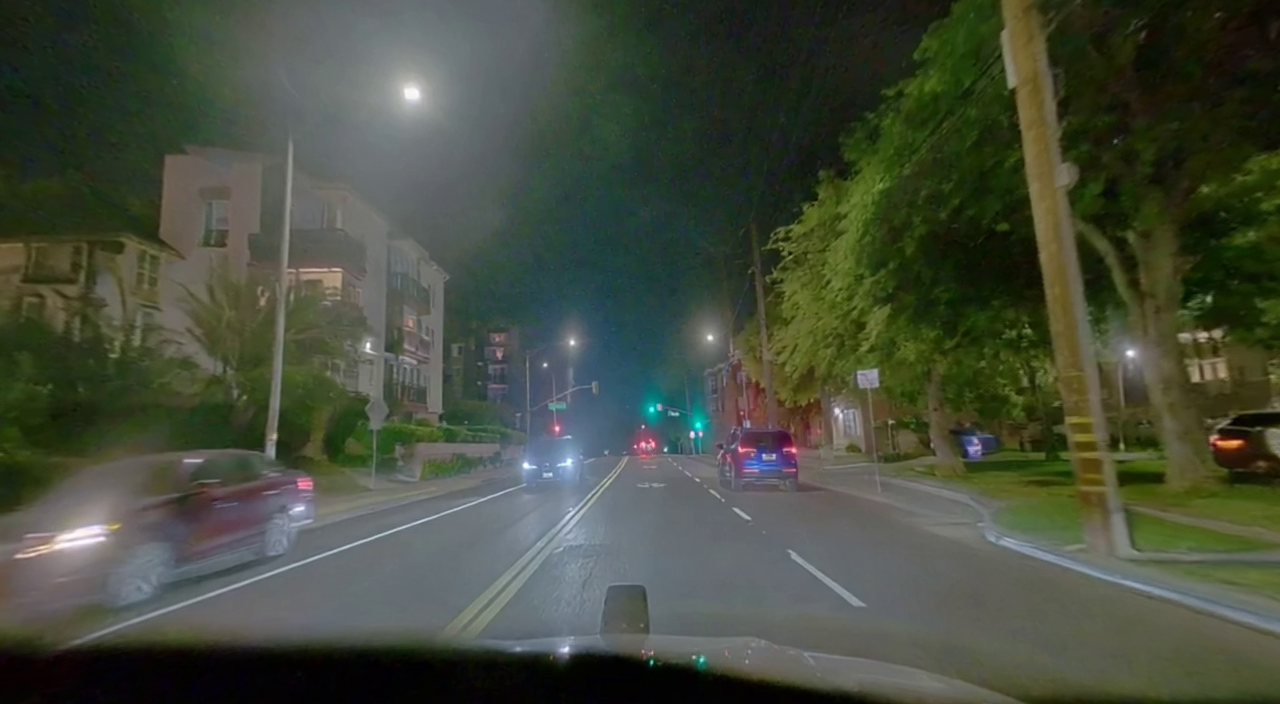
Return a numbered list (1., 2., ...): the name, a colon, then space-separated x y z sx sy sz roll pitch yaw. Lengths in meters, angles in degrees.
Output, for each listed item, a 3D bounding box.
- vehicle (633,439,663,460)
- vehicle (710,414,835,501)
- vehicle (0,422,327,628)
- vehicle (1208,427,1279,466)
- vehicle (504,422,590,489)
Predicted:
1. vehicle: 0.561 7.090 45.848 2.097 1.463 4.043 0 -8 0
2. vehicle: 3.161 2.666 16.255 2.130 1.863 4.844 0 -8 0
3. vehicle: -6.069 1.868 7.846 2.143 1.819 4.292 0 -8 -1
4. vehicle: 27.671 4.045 27.256 4.251 1.597 2.132 -8 -10 35
5. vehicle: -2.932 3.428 21.139 2.110 1.936 5.020 0 -8 0
